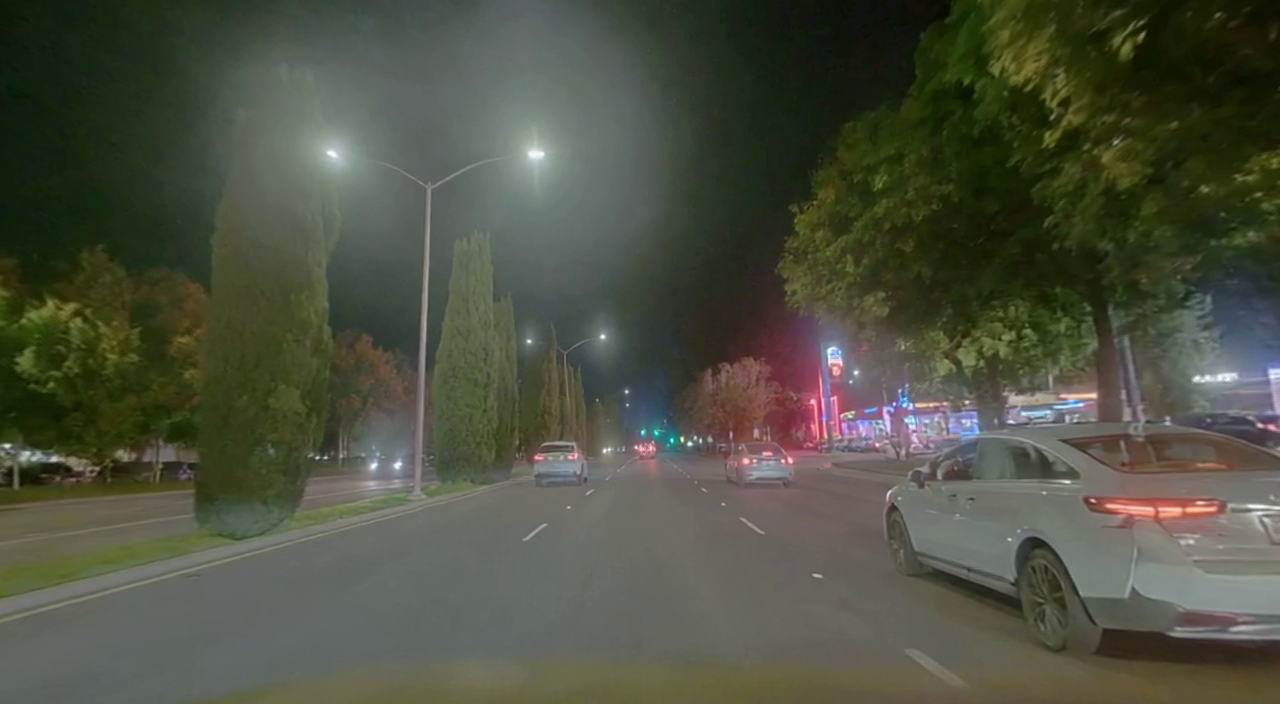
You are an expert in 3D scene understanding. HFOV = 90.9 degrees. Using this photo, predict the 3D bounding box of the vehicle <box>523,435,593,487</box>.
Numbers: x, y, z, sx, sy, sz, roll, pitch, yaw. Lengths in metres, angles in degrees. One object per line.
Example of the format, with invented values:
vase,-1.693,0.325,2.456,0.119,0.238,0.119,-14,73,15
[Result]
vehicle,-2.979,4.071,23.861,1.981,1.731,4.360,0,-8,1

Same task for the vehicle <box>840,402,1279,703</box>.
vehicle,3.472,1.330,5.356,1.976,1.491,4.714,0,-8,0

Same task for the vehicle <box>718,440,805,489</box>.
vehicle,4.052,3.848,21.915,2.036,1.480,4.659,0,-8,-1
